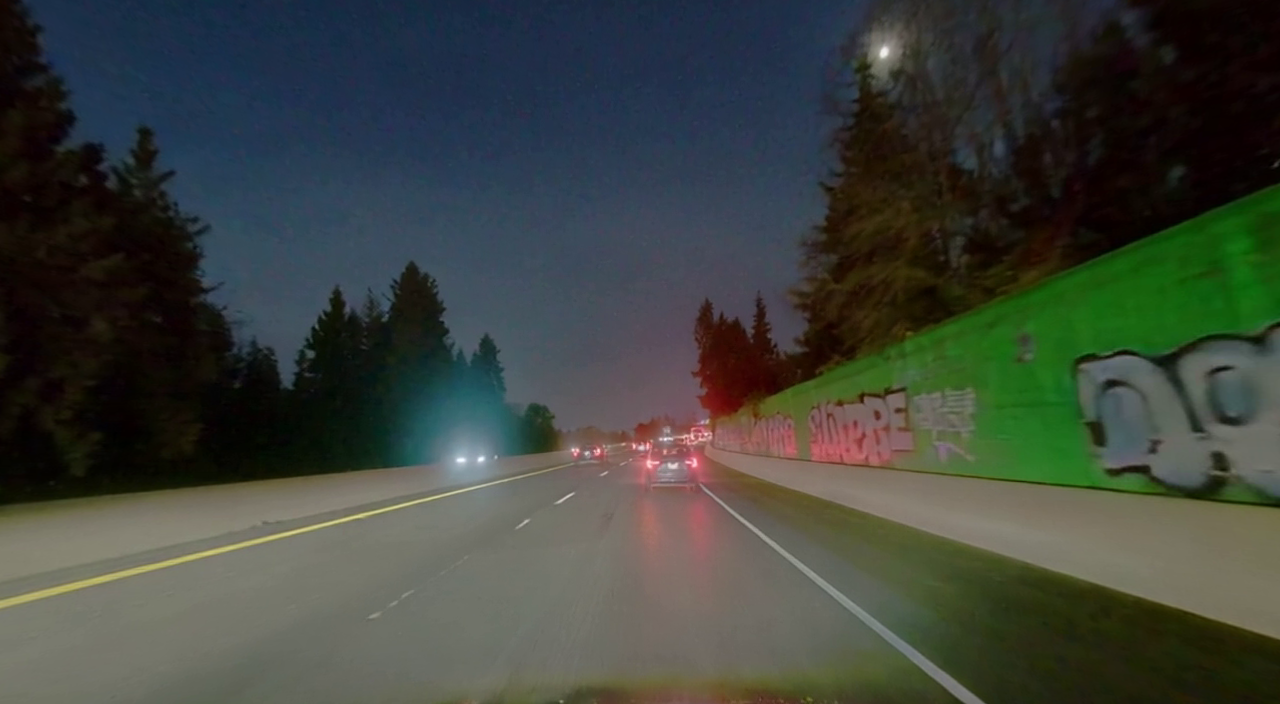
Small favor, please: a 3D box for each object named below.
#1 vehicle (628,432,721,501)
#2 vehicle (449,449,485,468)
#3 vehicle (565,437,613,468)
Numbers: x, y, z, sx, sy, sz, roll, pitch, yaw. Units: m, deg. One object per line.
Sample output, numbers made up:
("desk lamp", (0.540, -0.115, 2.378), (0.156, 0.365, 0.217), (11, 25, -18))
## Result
("vehicle", (0.789, 2.829, 15.997), (2.077, 1.533, 3.854), (0, -8, 1))
("vehicle", (-13.330, 8.219, 48.695), (1.684, 1.412, 3.399), (0, -8, 3))
("vehicle", (-2.696, 5.387, 34.032), (2.105, 1.571, 3.727), (0, -8, 3))
